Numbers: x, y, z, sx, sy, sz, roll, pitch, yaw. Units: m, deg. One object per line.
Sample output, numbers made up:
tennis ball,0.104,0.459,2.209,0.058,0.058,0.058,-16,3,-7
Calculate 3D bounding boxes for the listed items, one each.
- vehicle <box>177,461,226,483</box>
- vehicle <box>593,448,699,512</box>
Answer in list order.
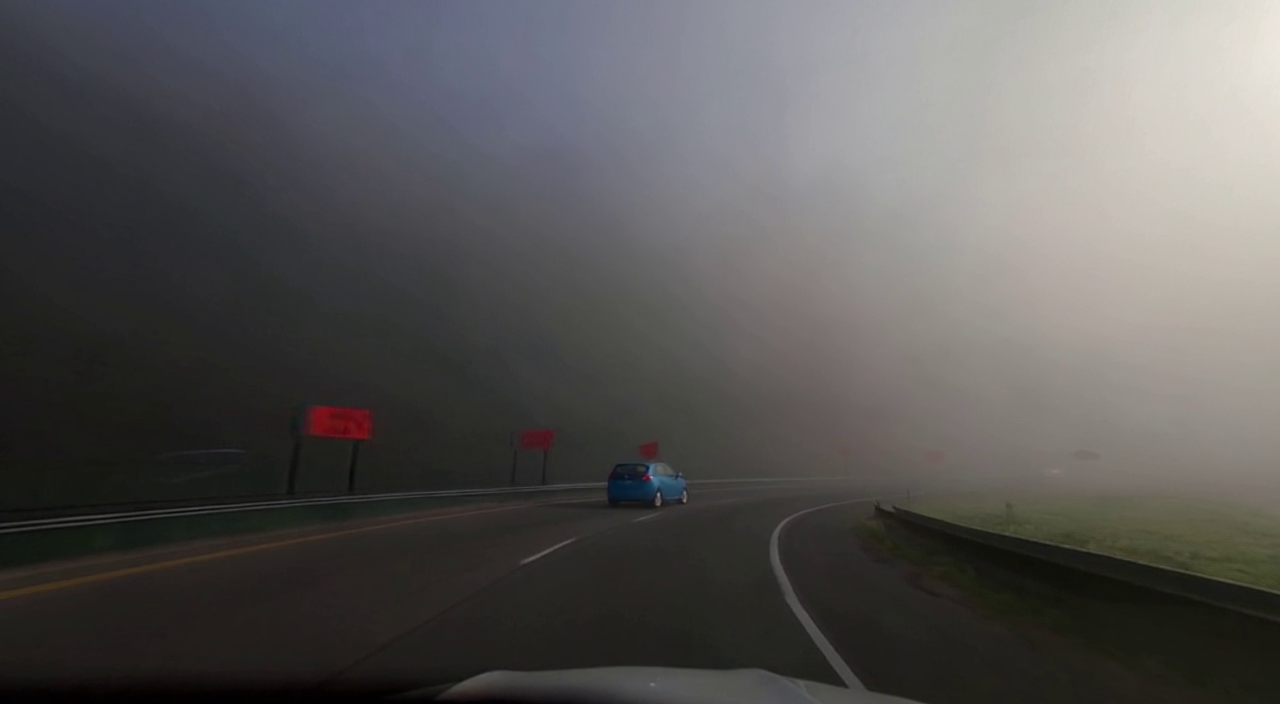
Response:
vehicle,-31.017,8.516,44.699,1.758,1.470,3.823,4,-11,-19
vehicle,0.347,3.885,19.378,1.997,1.692,4.422,-3,-11,18
